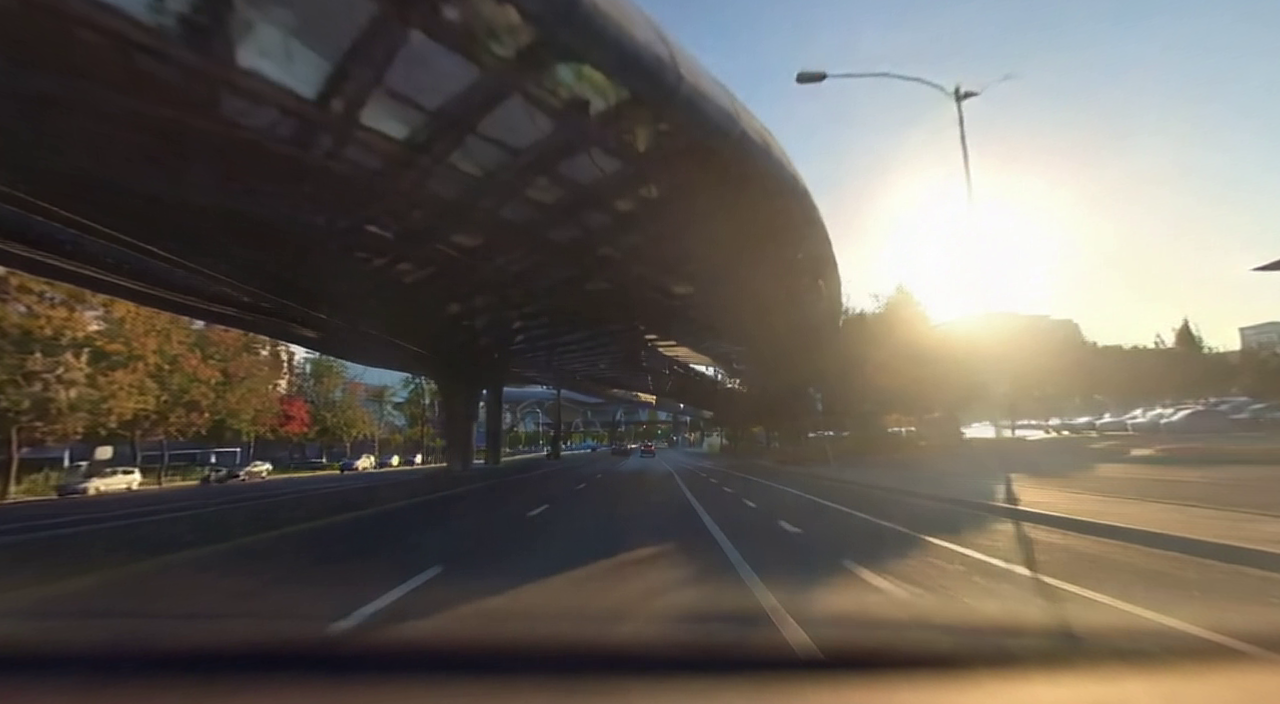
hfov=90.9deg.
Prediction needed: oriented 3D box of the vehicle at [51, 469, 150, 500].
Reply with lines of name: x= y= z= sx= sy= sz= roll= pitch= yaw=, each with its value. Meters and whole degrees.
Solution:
vehicle: x=-29.867 y=7.312 z=35.072 sx=1.773 sy=1.468 sz=4.176 roll=0 pitch=-9 yaw=0

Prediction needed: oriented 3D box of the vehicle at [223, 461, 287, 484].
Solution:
vehicle: x=-29.818 y=9.321 z=48.968 sx=1.894 sy=1.552 sz=4.677 roll=0 pitch=-9 yaw=2
